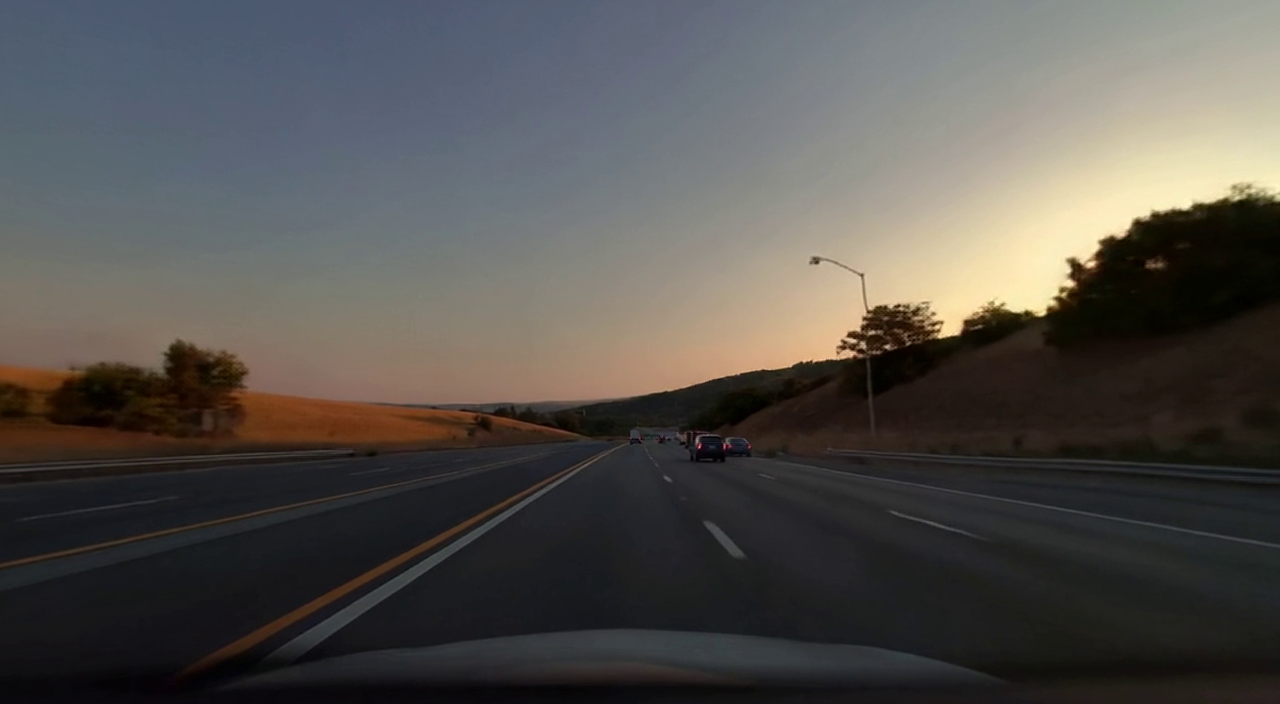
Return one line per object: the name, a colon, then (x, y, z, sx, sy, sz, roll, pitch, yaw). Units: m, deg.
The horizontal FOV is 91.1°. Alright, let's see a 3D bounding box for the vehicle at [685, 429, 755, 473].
vehicle: (3.048, 3.883, 24.939, 2.084, 1.583, 4.420, 0, -8, -1)
